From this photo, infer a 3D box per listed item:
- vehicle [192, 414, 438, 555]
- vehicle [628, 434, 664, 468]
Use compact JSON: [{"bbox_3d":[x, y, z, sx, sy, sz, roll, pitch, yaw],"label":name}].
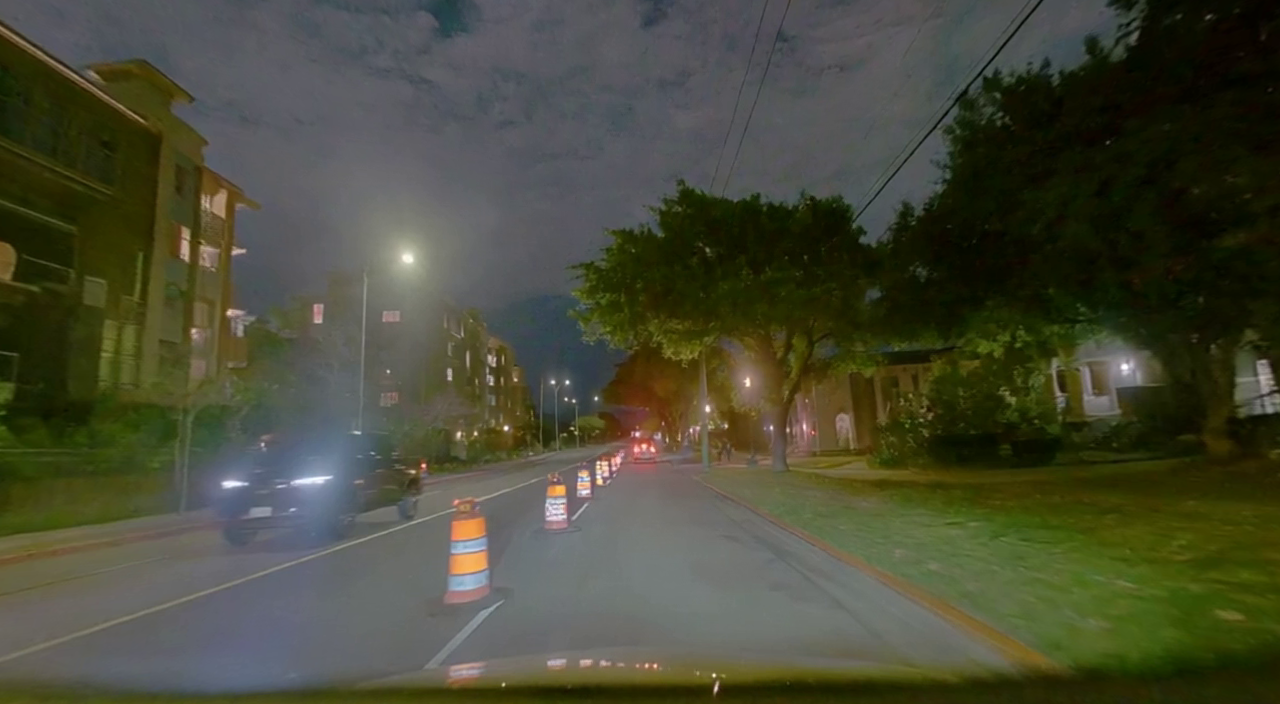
[{"bbox_3d":[-6.156,2.553,13.028,2.131,2.256,5.381,0,-9,0],"label":"vehicle"},{"bbox_3d":[0.335,6.370,40.691,2.169,2.015,5.206,0,-9,0],"label":"vehicle"}]
